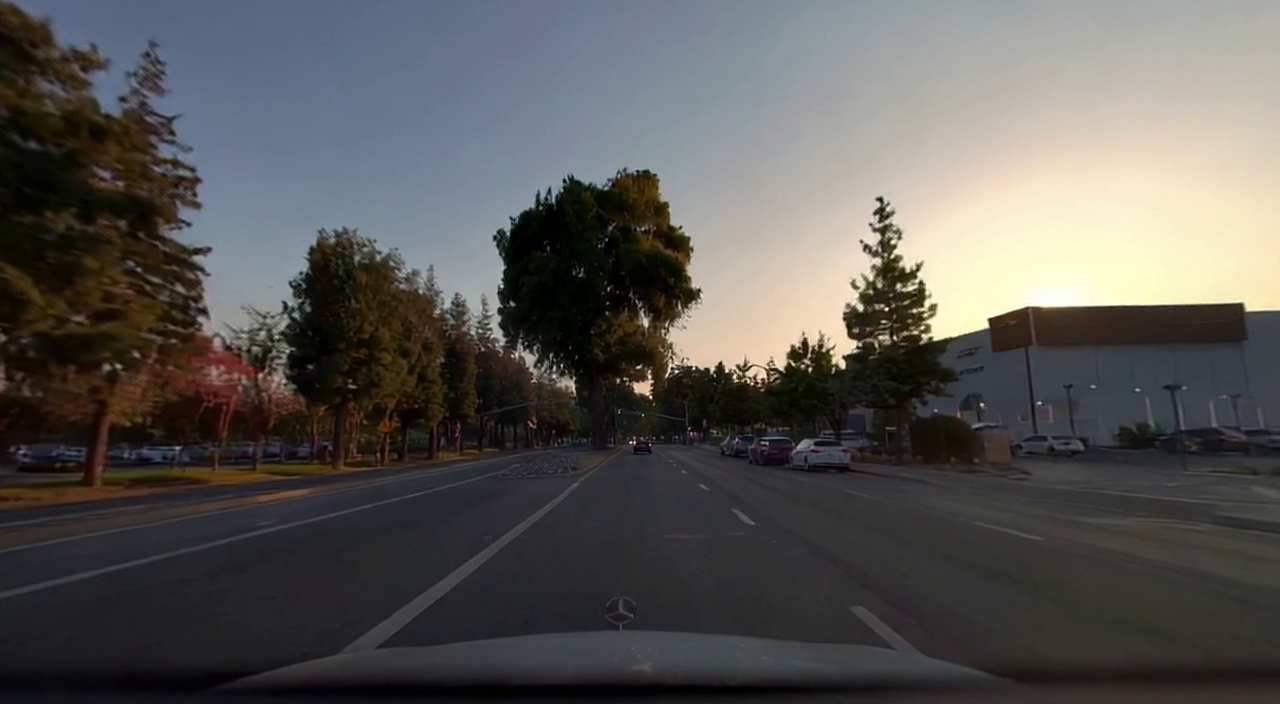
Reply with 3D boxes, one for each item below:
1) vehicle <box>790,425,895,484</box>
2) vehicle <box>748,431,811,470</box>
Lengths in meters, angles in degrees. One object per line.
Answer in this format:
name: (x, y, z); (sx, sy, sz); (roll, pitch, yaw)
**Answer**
vehicle: (6.713, 3.460, 21.537); (1.985, 1.758, 4.523); (0, -8, -1)
vehicle: (6.699, 4.789, 30.847); (1.924, 1.721, 4.514); (0, -8, -1)
